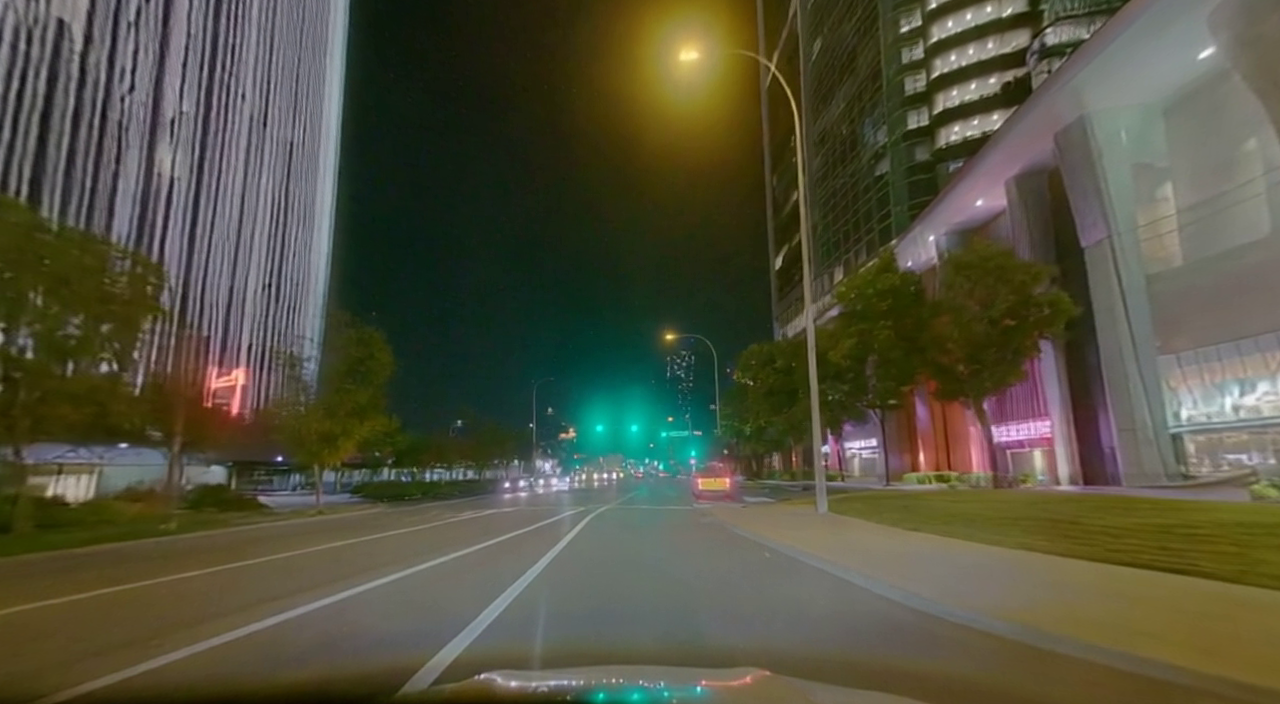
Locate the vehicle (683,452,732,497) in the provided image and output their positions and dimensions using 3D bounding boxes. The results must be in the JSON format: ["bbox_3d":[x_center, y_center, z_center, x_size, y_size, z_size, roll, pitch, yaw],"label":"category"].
[{"bbox_3d":[3.237,6.013,31.049,2.064,2.010,4.791,0,-10,2],"label":"vehicle"}]

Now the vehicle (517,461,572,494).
[{"bbox_3d":[-5.588,7.401,37.441,2.043,1.778,4.602,-3,-10,6],"label":"vehicle"}]
